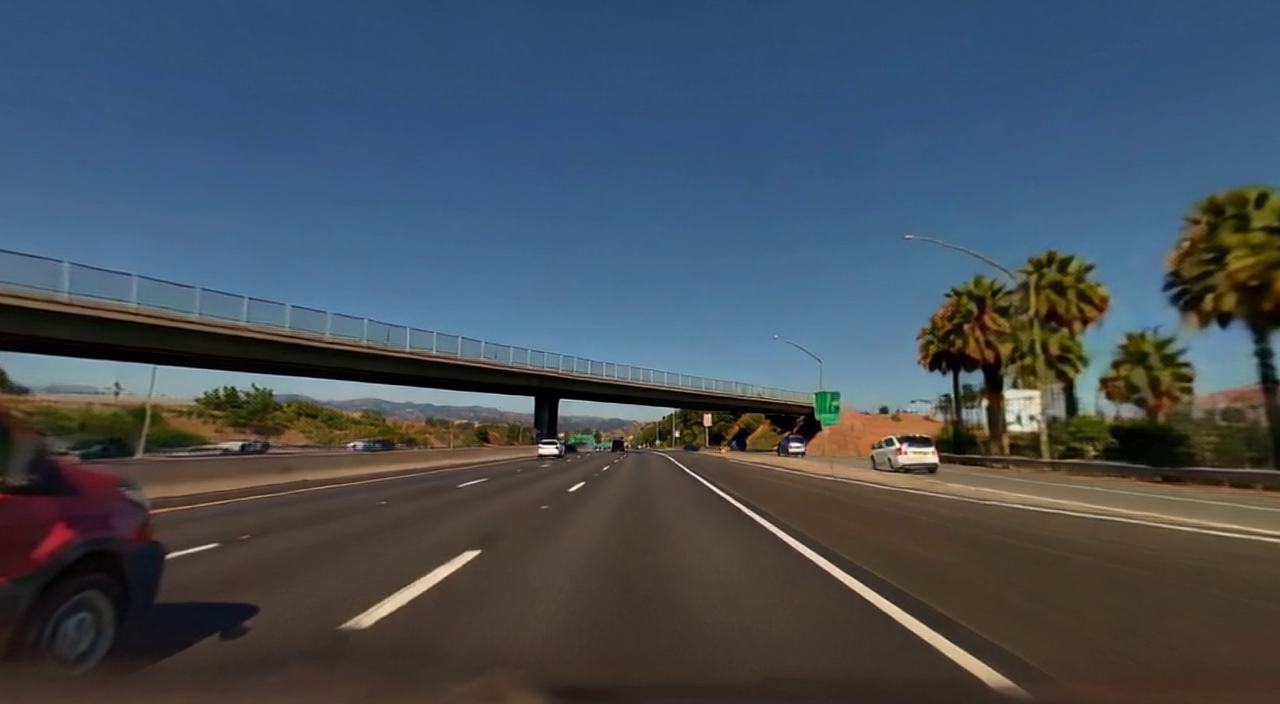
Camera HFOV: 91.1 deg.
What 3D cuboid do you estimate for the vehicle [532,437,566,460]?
[{"bbox_3d":[-6.898,7.372,48.023,1.935,1.633,3.955,0,-8,1],"label":"vehicle"}]

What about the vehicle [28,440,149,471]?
[{"bbox_3d":[-27.678,5.181,31.753,2.002,1.469,4.721,1,-8,-3],"label":"vehicle"}]
